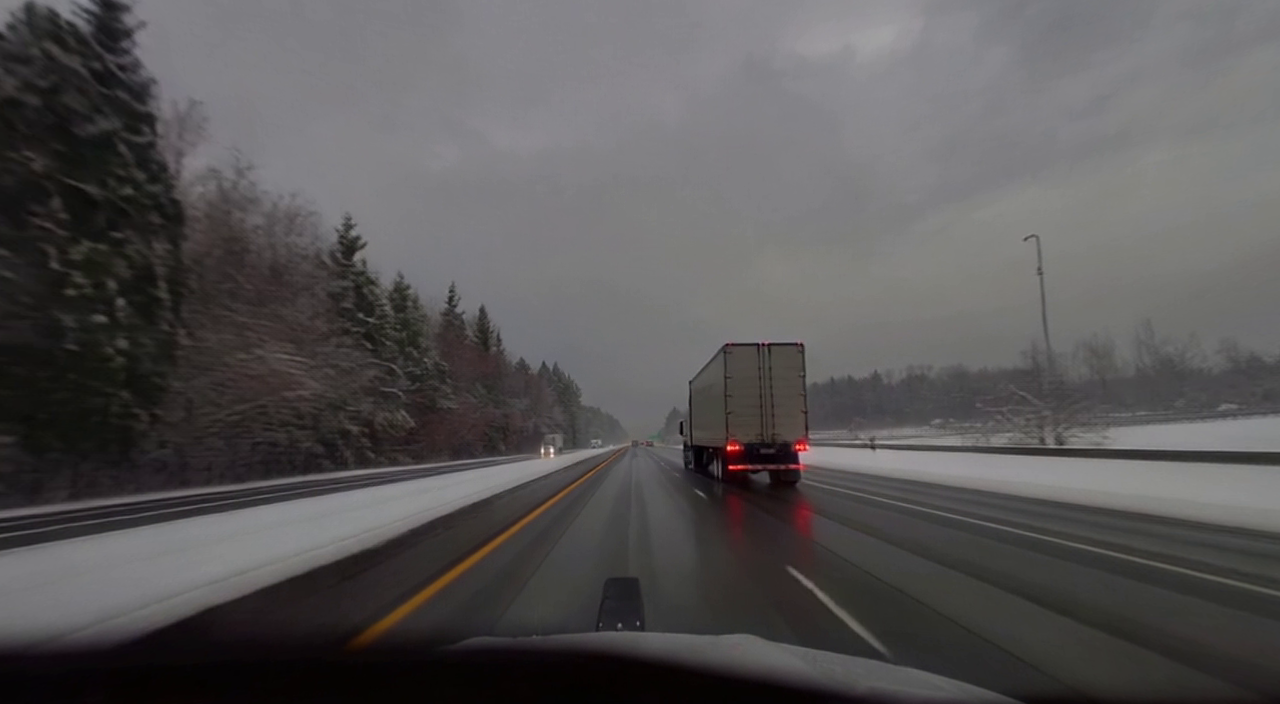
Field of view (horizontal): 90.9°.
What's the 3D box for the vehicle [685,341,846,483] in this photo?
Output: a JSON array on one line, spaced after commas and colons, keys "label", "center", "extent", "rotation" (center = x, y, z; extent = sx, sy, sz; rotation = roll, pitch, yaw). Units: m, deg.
[{"label": "vehicle", "center": [4.136, 2.763, 25.638], "extent": [3.357, 4.101, 14.659], "rotation": [0, -8, -1]}]
